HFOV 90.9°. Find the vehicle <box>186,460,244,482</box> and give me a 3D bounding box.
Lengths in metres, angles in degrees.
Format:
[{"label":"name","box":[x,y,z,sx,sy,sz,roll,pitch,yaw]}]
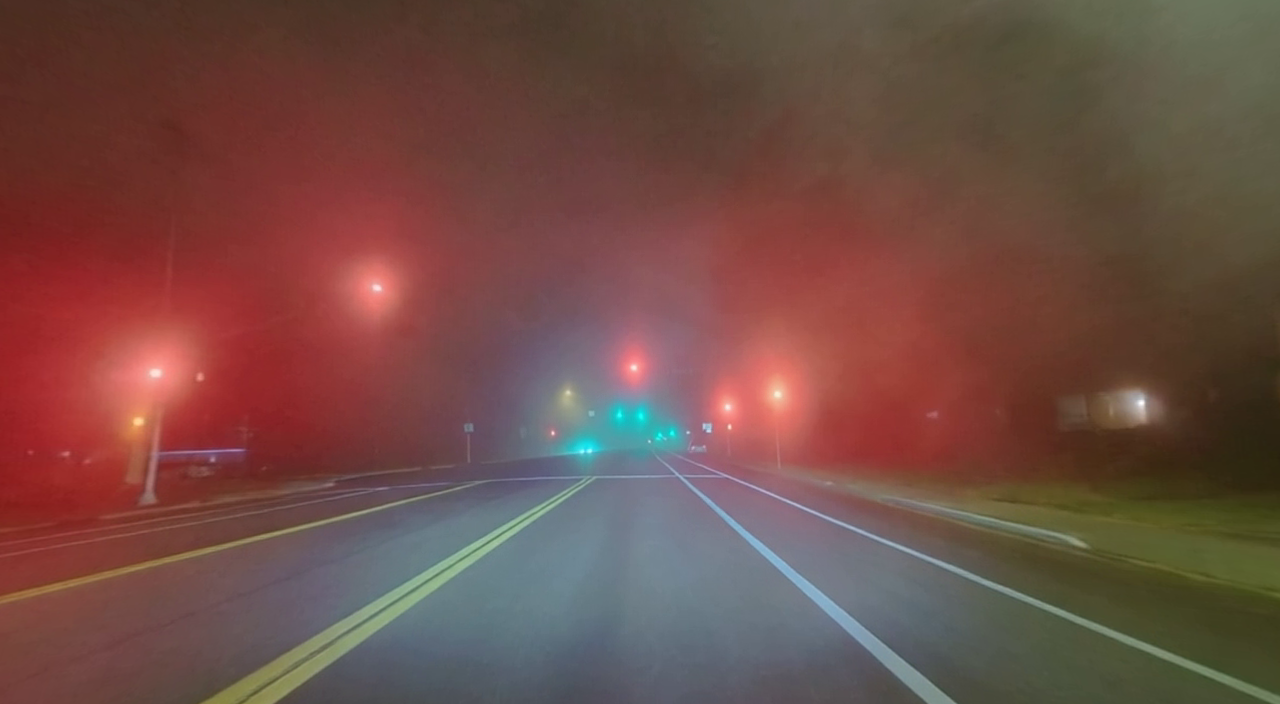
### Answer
[{"label":"vehicle","box":[-33.078,9.226,49.155,1.713,1.527,3.708,-1,-9,5]}]
